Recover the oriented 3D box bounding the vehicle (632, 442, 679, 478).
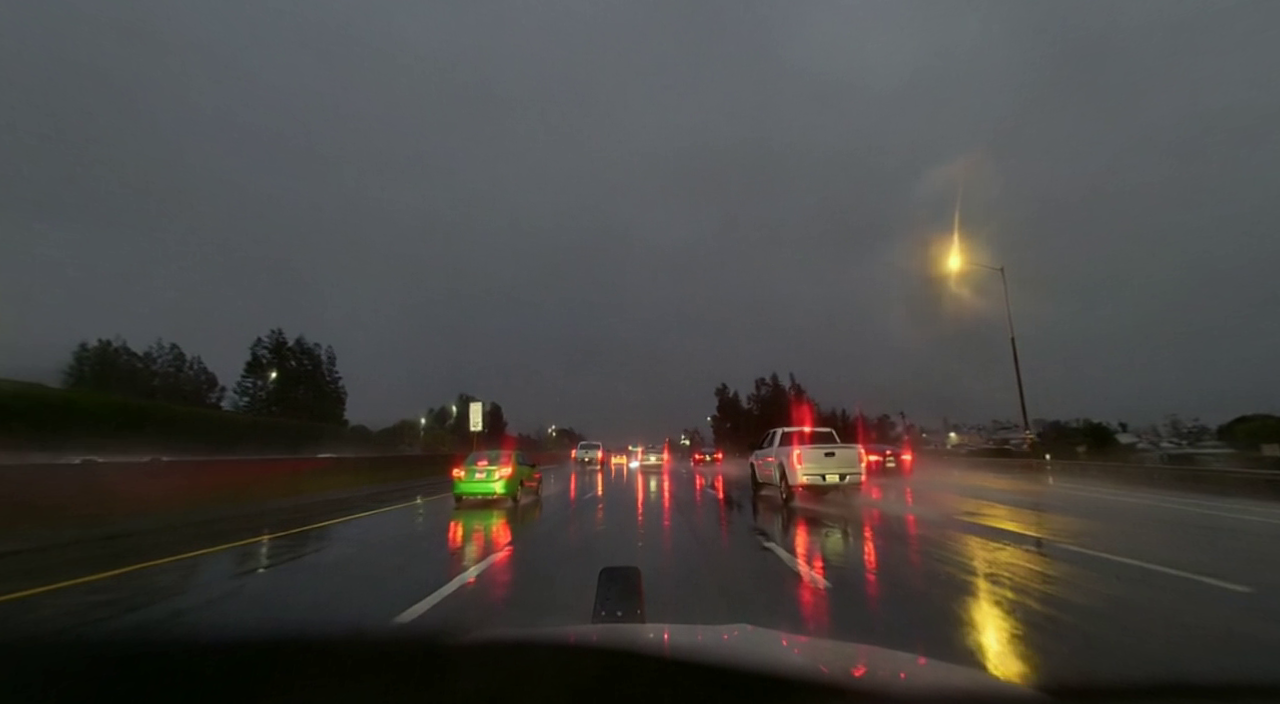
[{"bbox_3d":[0.716,5.210,30.586,2.147,1.572,4.094,0,-9,0],"label":"vehicle"}]

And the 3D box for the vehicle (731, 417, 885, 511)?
[{"bbox_3d":[3.921,2.765,16.011,2.340,1.925,5.529,0,-9,0],"label":"vehicle"}]

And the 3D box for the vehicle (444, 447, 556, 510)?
[{"bbox_3d":[-3.564,3.287,16.884,1.947,1.424,4.264,0,-9,1],"label":"vehicle"}]

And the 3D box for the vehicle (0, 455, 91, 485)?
[{"bbox_3d":[-41.879,8.137,43.806,2.088,1.814,5.735,0,-9,1],"label":"vehicle"}]

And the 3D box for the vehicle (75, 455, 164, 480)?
[{"bbox_3d":[-37.724,8.386,45.844,1.903,1.606,5.214,0,-9,1],"label":"vehicle"}]

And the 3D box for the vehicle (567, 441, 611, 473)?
[{"bbox_3d":[-3.076,6.478,39.090,2.176,1.783,4.799,0,-9,1],"label":"vehicle"}]

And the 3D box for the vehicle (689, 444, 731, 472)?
[{"bbox_3d":[4.404,6.745,40.378,2.145,1.636,4.437,0,-9,0],"label":"vehicle"}]
